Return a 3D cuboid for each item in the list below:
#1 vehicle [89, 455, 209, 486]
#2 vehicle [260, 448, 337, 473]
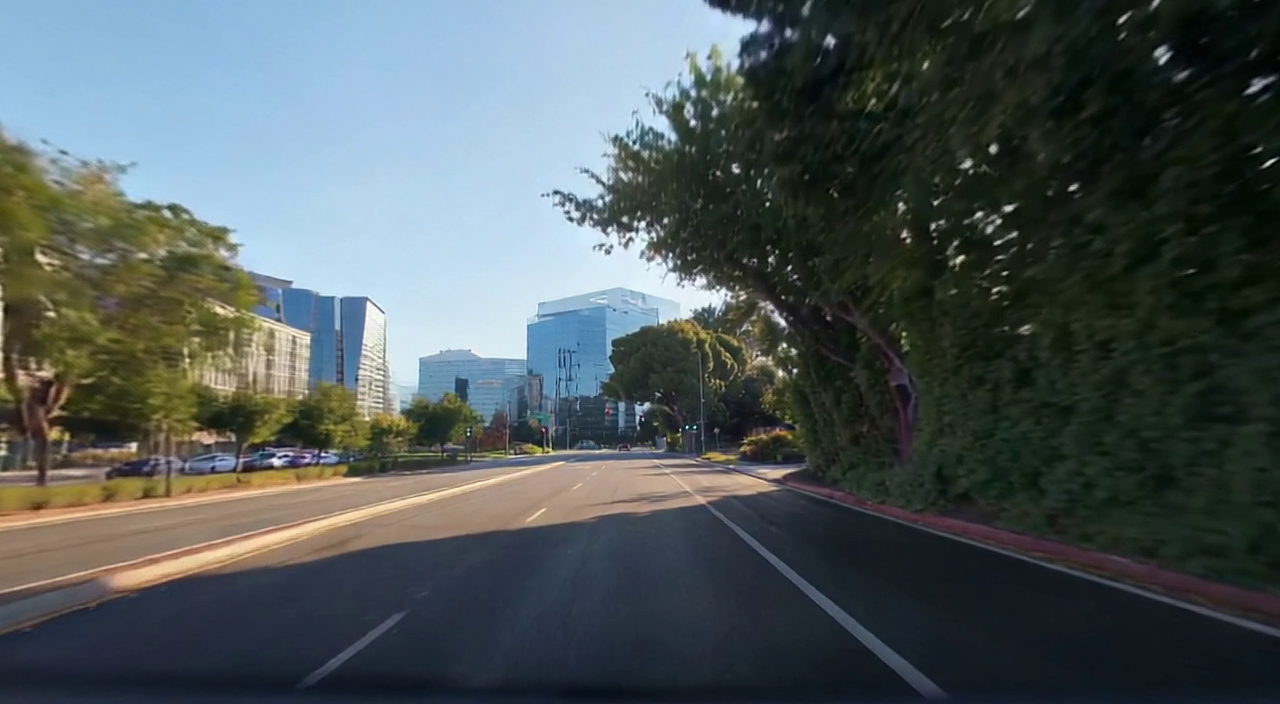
[{"bbox_3d":[-25.031,6.025,32.293,4.417,1.460,2.076,0,-8,2],"label":"vehicle"},{"bbox_3d":[-24.609,7.819,45.708,4.377,1.668,1.977,1,-9,-6],"label":"vehicle"}]
